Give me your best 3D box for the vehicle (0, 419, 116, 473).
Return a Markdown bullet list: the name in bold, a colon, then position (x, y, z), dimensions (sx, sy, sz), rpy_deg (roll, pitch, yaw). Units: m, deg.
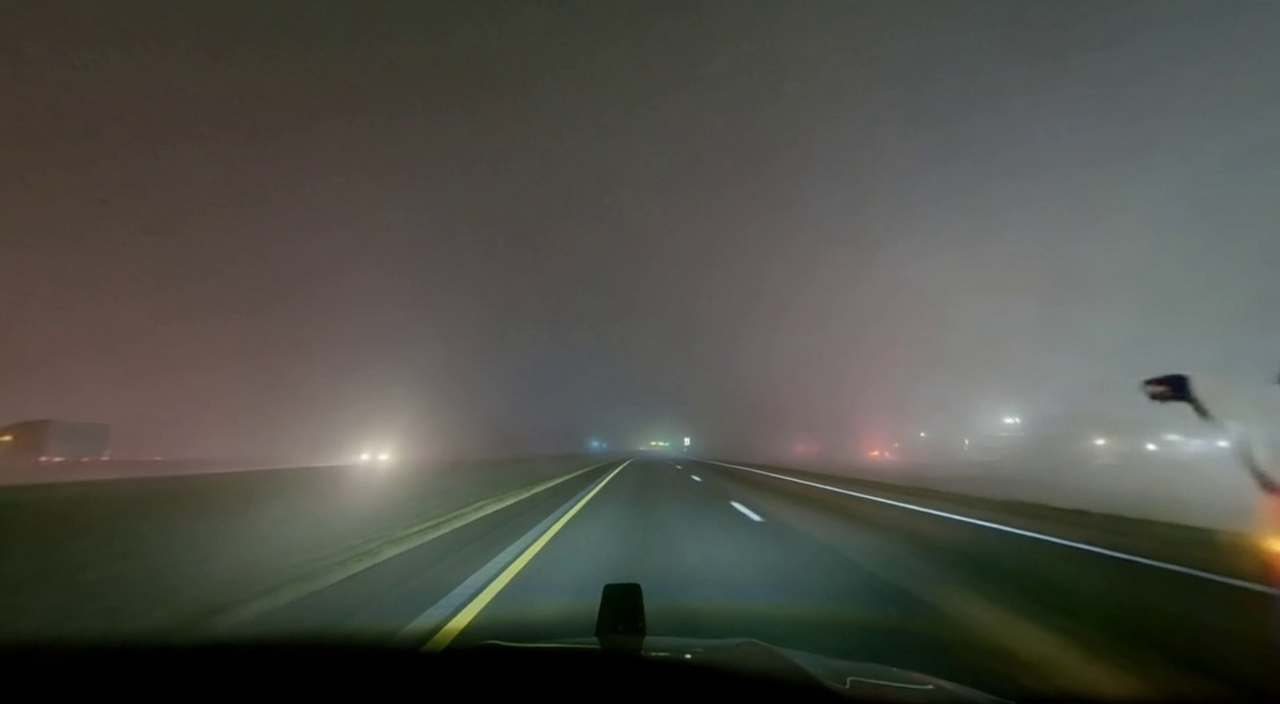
- **vehicle**: position (-39.997, 6.370, 42.899), dimensions (2.893, 3.371, 6.704), rpy_deg (0, -8, -1)
